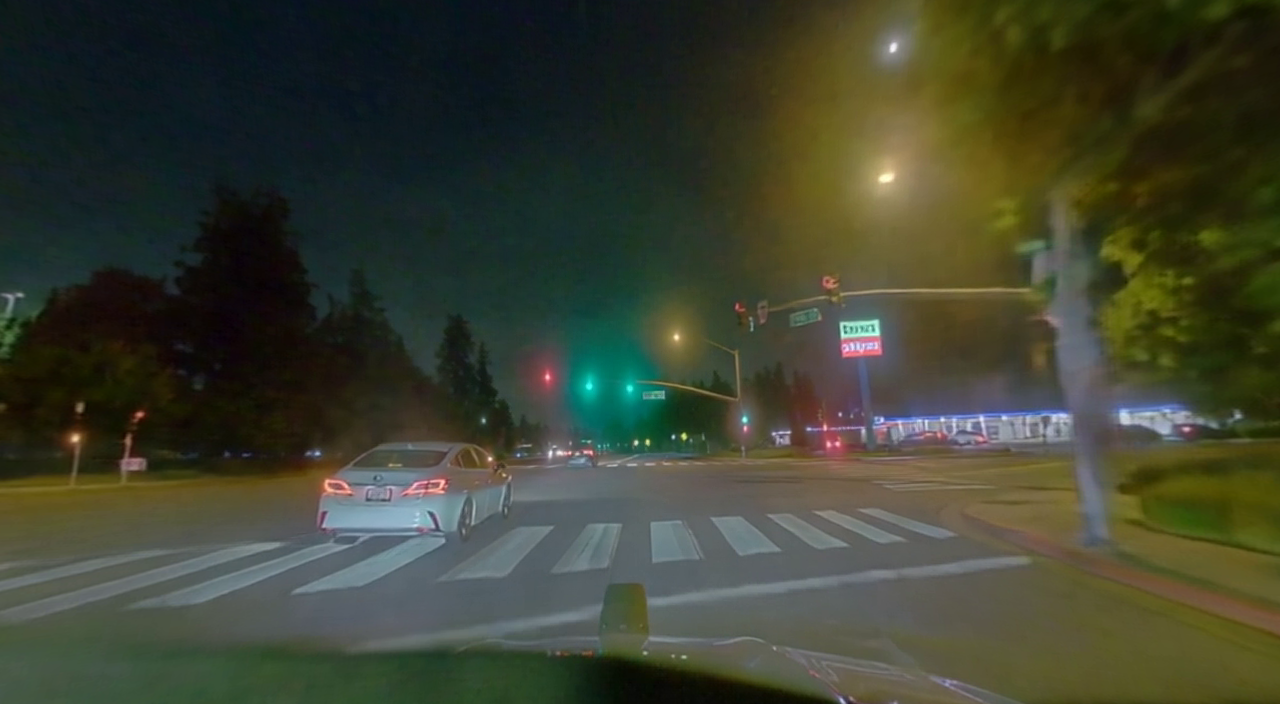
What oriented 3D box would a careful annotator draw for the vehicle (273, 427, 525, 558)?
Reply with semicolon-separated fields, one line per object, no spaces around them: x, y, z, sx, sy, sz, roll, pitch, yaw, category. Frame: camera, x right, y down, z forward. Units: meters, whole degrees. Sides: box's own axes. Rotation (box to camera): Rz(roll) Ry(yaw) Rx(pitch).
-3.155;1.933;9.447;2.018;1.477;4.401;0;-8;0;vehicle

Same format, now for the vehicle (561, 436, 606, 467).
-3.166;5.696;36.177;2.109;1.692;4.220;0;-8;1;vehicle
